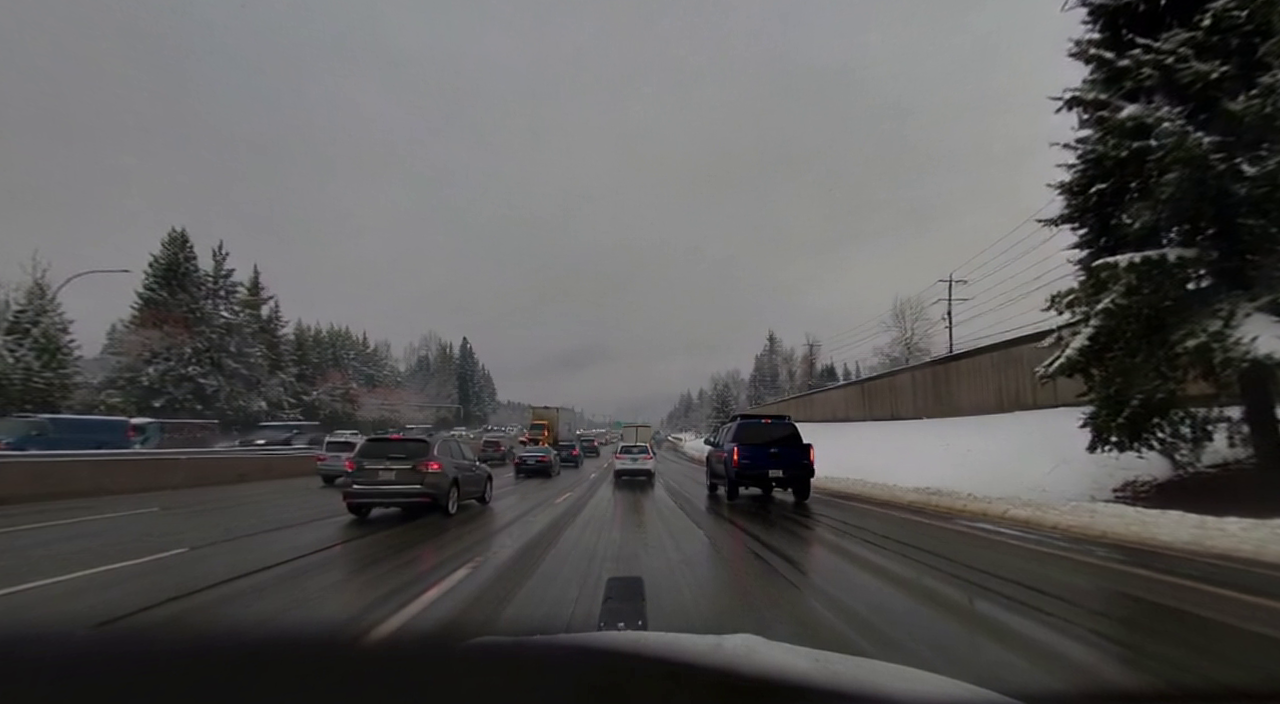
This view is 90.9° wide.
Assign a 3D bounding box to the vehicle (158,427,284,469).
[{"bbox_3d":[-16.717,3.868,25.504,2.076,1.526,4.437,0,-8,-1],"label":"vehicle"}]

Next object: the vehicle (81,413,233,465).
[{"bbox_3d":[-20.481,3.766,27.190,2.071,1.972,5.676,0,-8,0],"label":"vehicle"}]

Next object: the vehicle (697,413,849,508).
[{"bbox_3d":[3.258,2.869,17.158,2.793,2.132,5.682,0,-8,-1],"label":"vehicle"}]

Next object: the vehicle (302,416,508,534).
[{"bbox_3d":[-3.938,2.141,11.586,2.026,1.719,4.490,0,-8,0],"label":"vehicle"}]

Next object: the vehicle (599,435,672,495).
[{"bbox_3d":[-0.118,3.511,19.985,2.092,1.671,3.889,0,-8,0],"label":"vehicle"}]

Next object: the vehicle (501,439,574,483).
[{"bbox_3d":[-3.906,4.233,24.880,2.049,1.530,4.707,0,-8,1],"label":"vehicle"}]
